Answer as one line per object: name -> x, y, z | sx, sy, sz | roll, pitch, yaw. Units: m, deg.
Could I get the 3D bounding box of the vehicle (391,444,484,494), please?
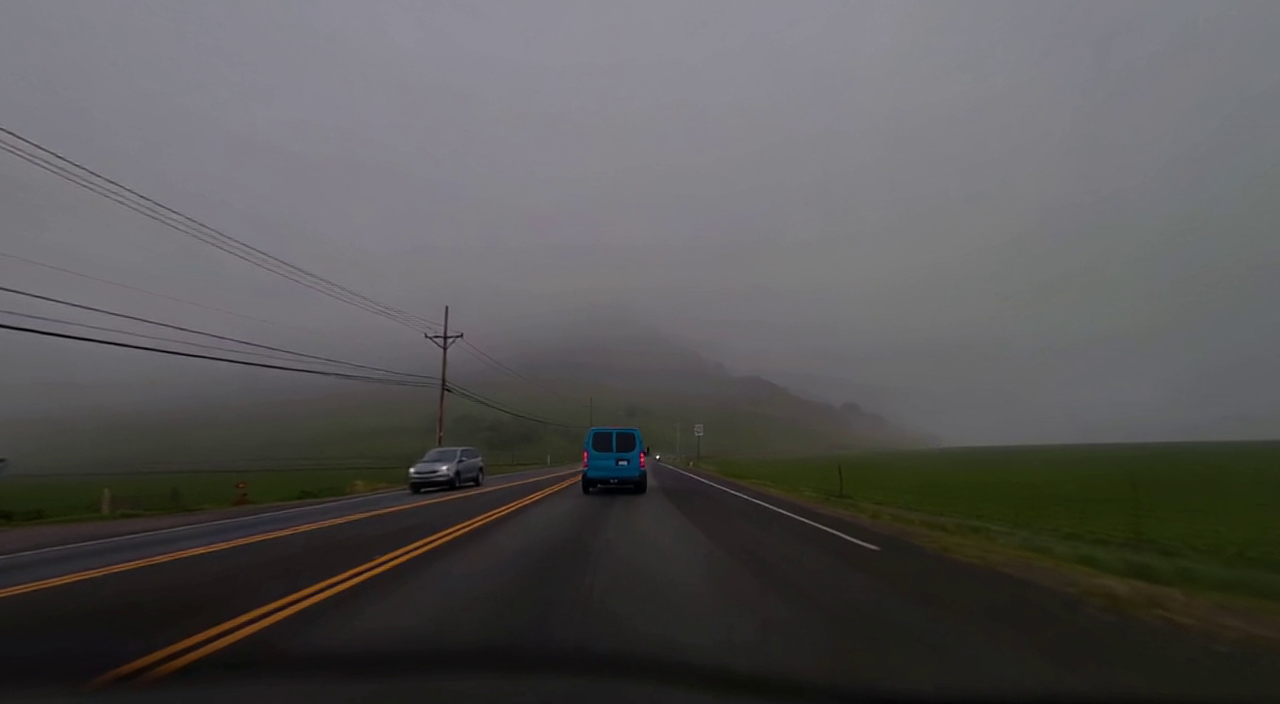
vehicle -> -8.809, 5.092, 27.903 | 2.089, 1.946, 4.979 | -1, -8, 5

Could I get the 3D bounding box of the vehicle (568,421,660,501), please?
vehicle -> -0.739, 3.261, 19.268 | 2.454, 2.144, 4.535 | 0, -8, -1
